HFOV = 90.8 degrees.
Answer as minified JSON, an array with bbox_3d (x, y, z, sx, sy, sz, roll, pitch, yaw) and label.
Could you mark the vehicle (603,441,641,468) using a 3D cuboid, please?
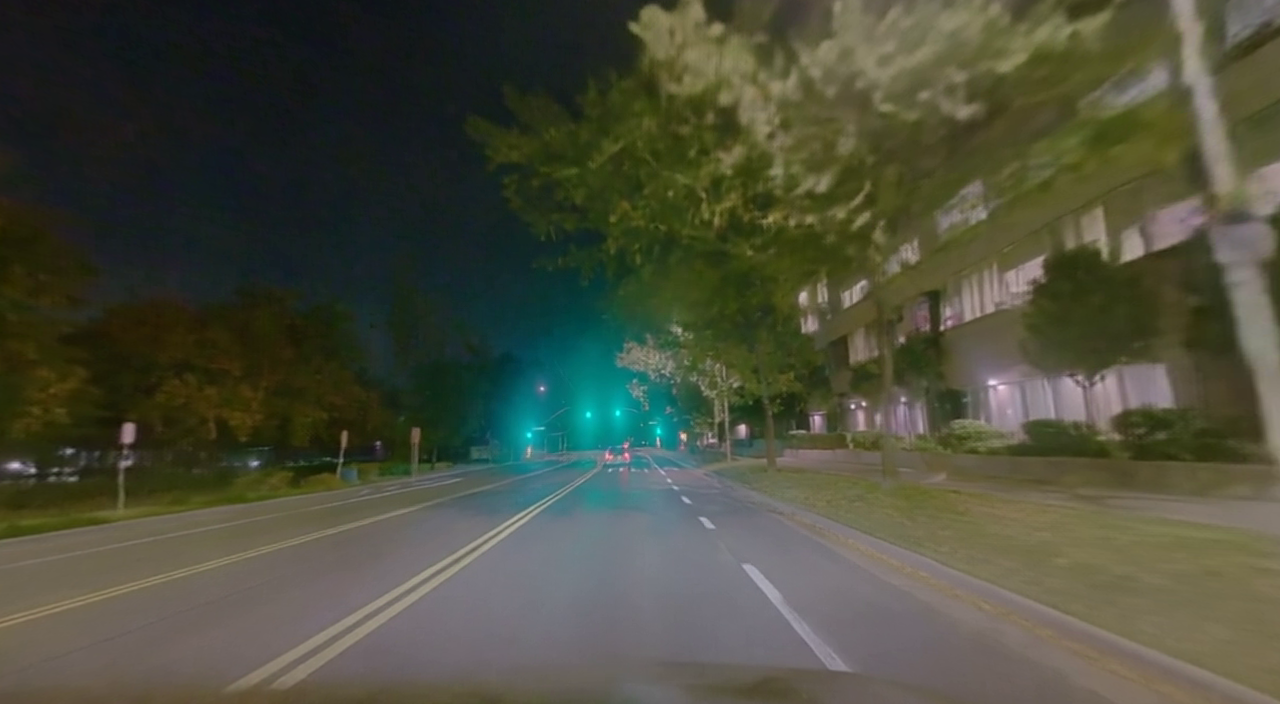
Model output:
[{"bbox_3d":[-1.118,6.101,37.856,2.131,1.474,4.146,0,-8,-3],"label":"vehicle"}]
